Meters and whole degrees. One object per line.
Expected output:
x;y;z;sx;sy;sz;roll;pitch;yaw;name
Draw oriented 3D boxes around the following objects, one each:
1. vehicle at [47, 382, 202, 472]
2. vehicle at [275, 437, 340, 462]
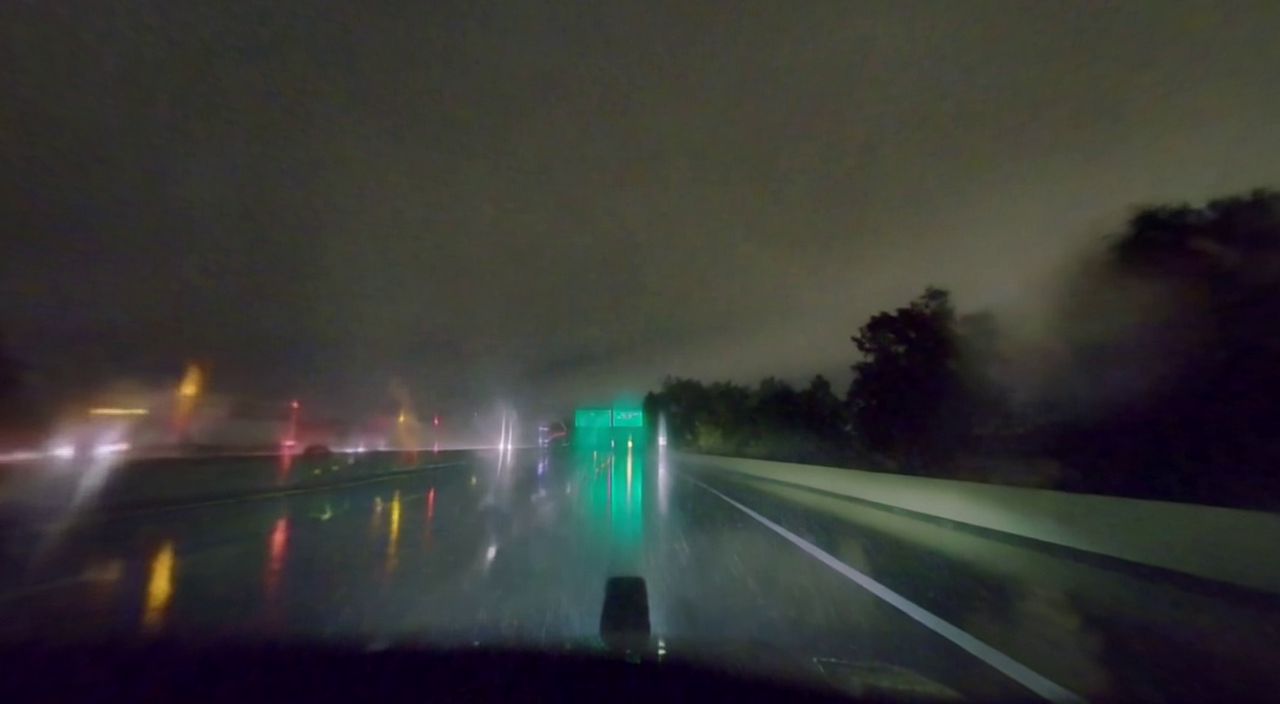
-25.470;3.794;31.371;3.368;4.102;4.839;0;-8;-1;vehicle
-21.365;6.292;40.510;1.844;1.525;4.466;0;-9;-1;vehicle
